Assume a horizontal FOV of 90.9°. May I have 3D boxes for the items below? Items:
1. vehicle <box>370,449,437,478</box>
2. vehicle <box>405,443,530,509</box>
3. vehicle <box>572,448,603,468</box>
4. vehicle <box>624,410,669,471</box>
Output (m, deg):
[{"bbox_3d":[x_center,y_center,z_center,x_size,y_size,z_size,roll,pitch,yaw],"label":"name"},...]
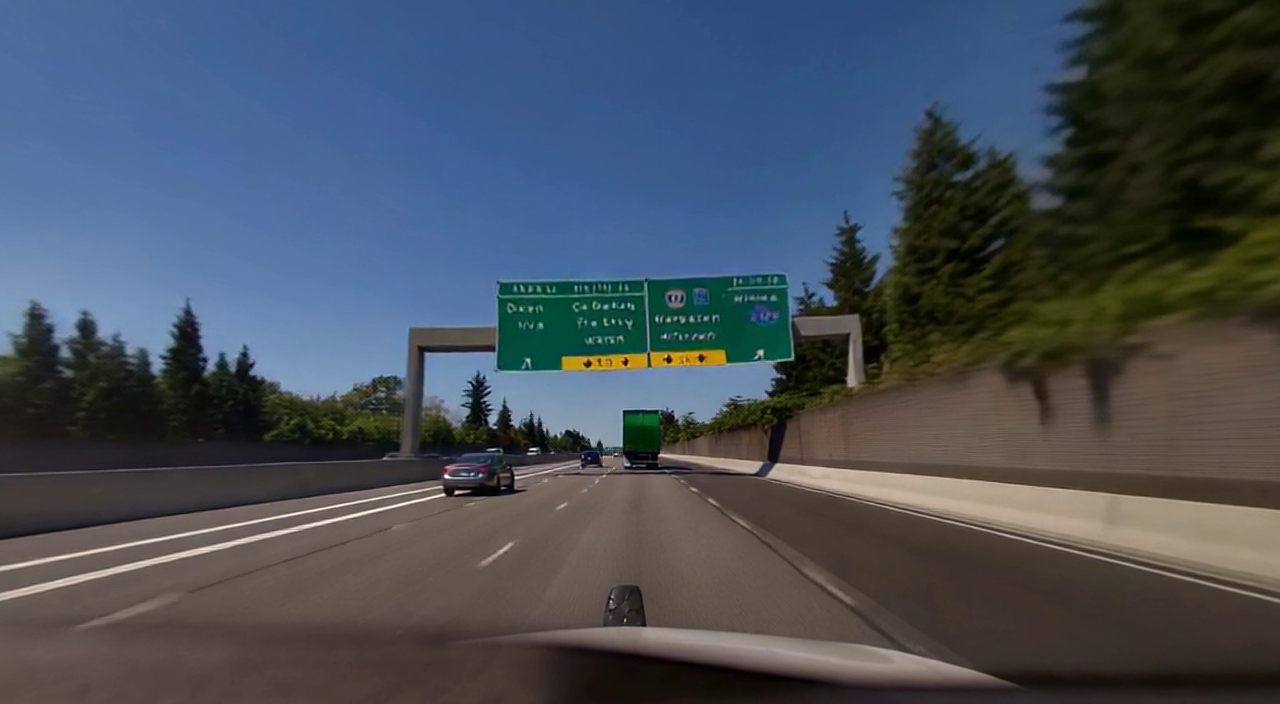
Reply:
[{"bbox_3d":[-12.884,6.071,34.620,1.992,1.498,4.289,0,-9,0],"label":"vehicle"},{"bbox_3d":[-4.387,3.214,16.875,1.977,1.478,4.702,0,-9,0],"label":"vehicle"},{"bbox_3d":[-4.071,8.235,49.159,1.974,1.531,4.429,0,-9,1],"label":"vehicle"},{"bbox_3d":[0.491,6.768,47.807,2.980,4.051,10.359,0,-9,1],"label":"vehicle"}]
